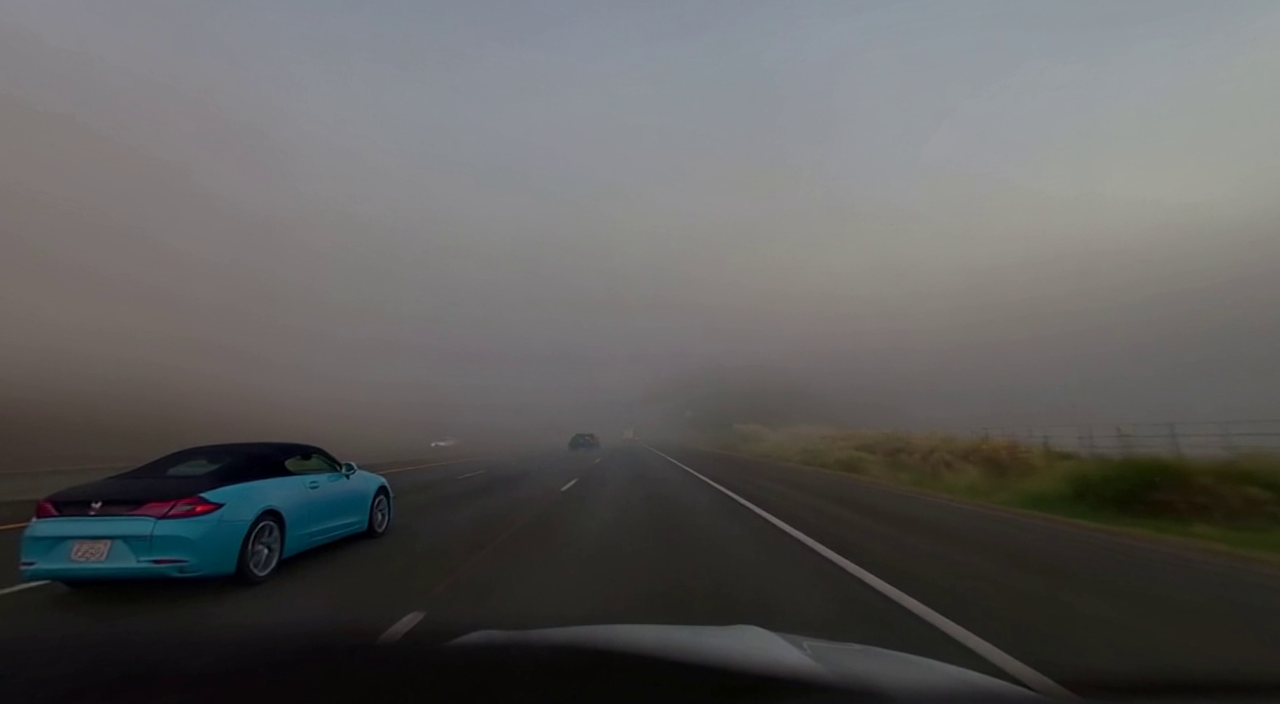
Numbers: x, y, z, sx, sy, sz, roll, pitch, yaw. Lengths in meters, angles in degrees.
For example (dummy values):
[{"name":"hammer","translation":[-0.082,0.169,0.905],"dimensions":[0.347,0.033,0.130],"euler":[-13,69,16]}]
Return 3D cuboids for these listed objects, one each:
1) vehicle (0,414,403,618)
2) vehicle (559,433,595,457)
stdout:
[{"name":"vehicle","translation":[-4.249,1.436,6.559],"dimensions":[1.969,1.413,4.194],"euler":[0,-8,-1]},{"name":"vehicle","translation":[-4.059,6.040,40.925],"dimensions":[2.024,1.456,3.754],"euler":[0,-8,-1]}]
